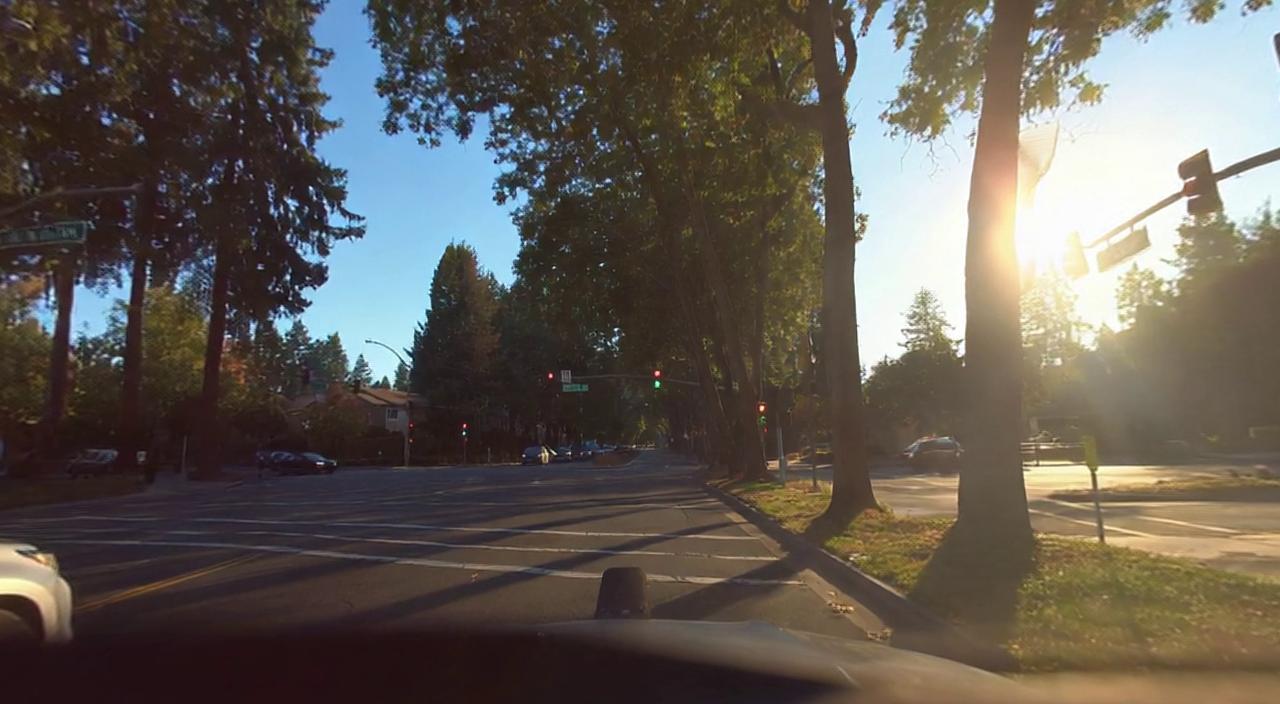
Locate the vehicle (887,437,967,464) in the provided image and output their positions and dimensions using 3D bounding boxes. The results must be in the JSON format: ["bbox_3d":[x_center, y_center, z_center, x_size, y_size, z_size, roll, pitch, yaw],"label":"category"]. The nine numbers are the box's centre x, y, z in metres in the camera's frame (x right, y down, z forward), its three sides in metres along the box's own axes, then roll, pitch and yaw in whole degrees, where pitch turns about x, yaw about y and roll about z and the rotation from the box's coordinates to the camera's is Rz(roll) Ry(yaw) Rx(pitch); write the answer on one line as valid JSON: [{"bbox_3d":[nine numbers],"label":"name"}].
[{"bbox_3d":[16.115,5.560,35.567,3.952,1.468,1.768,-4,-9,22],"label":"vehicle"}]
